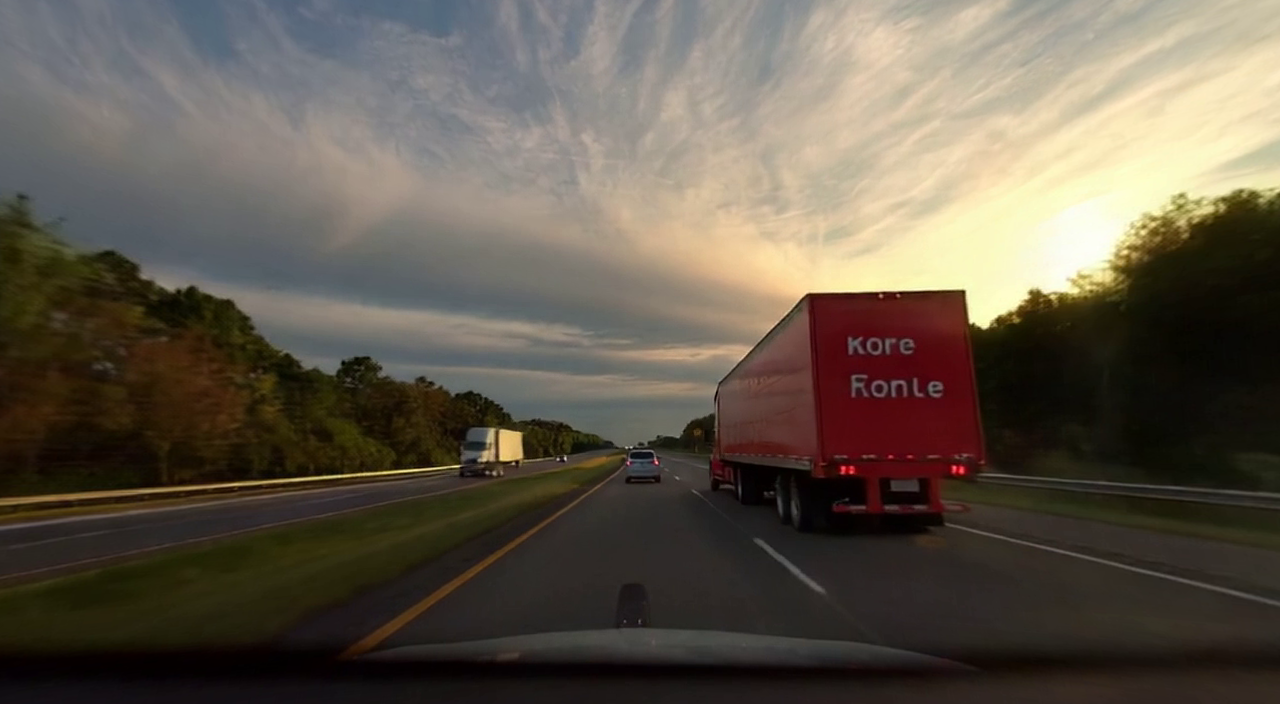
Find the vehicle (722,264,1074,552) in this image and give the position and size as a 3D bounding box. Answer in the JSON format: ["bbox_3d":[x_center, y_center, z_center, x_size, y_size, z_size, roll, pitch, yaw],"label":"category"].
[{"bbox_3d":[4.318,1.701,15.032,3.030,3.985,12.707,0,-9,0],"label":"vehicle"}]

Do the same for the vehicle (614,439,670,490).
[{"bbox_3d":[0.090,4.515,25.572,2.105,1.865,4.102,0,-9,0],"label":"vehicle"}]
